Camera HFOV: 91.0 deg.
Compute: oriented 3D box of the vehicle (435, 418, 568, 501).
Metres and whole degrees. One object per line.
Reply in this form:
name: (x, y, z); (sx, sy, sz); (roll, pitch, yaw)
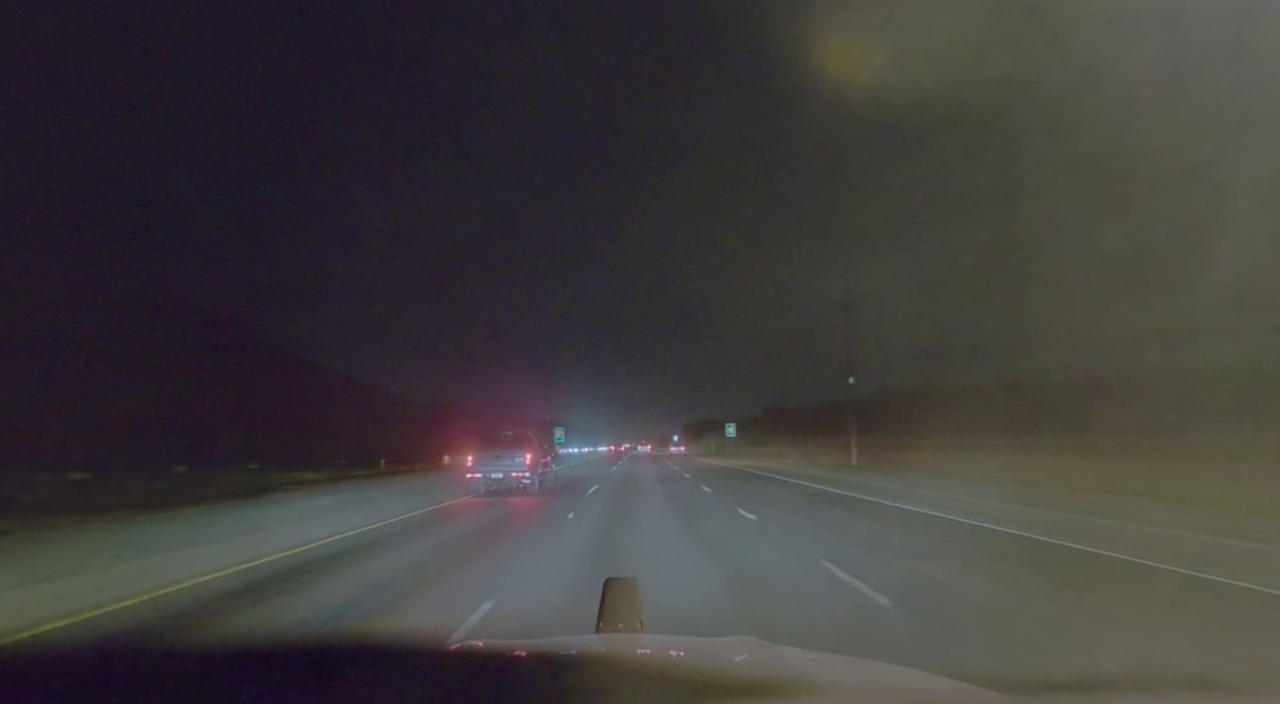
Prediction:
vehicle: (-3.551, 2.904, 17.505); (2.379, 1.918, 5.504); (0, -8, 1)
